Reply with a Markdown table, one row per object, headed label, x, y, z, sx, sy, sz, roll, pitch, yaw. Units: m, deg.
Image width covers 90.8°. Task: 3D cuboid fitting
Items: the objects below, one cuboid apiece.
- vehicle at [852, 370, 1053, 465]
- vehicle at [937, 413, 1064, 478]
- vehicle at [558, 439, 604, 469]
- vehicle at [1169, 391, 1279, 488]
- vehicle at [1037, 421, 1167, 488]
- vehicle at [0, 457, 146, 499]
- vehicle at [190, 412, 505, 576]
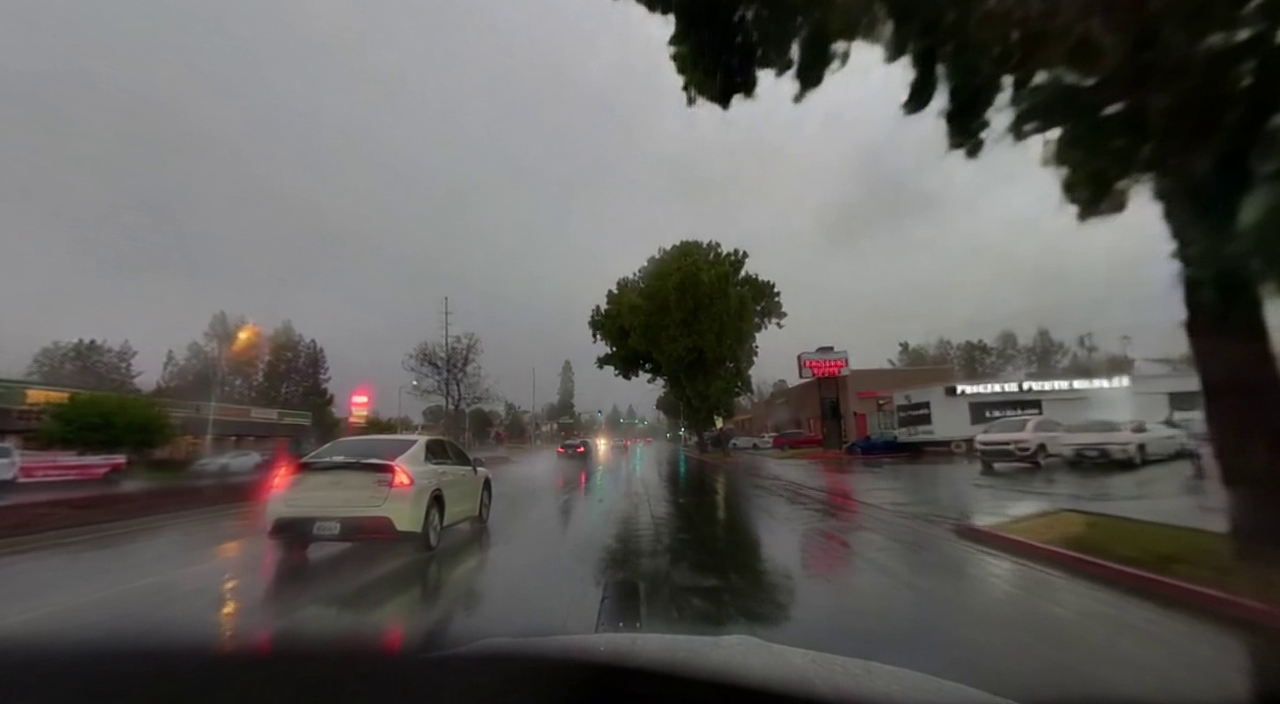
| label | x | y | z | sx | sy | sz | roll | pitch | yaw |
| --- | --- | --- | --- | --- | --- | --- | --- | --- | --- |
| vehicle | 15.412 | 3.321 | 31.728 | 8.300 | 4.310 | 2.832 | -2 | -8 | 1 |
| vehicle | 11.917 | 3.045 | 20.701 | 5.297 | 1.843 | 2.097 | 8 | -12 | -44 |
| vehicle | -3.151 | 5.529 | 34.364 | 1.955 | 1.461 | 4.396 | -1 | -9 | 2 |
| vehicle | 14.830 | 2.188 | 15.718 | 2.031 | 2.064 | 4.681 | -8 | -12 | 43 |
| vehicle | 12.358 | 2.686 | 16.768 | 2.090 | 1.501 | 4.732 | -8 | -12 | 43 |
| vehicle | -25.291 | 5.364 | 26.917 | 2.650 | 1.471 | 7.080 | -4 | -9 | 2 |
| vehicle | -3.501 | 1.803 | 8.818 | 2.126 | 1.655 | 4.560 | -1 | -9 | 1 |
